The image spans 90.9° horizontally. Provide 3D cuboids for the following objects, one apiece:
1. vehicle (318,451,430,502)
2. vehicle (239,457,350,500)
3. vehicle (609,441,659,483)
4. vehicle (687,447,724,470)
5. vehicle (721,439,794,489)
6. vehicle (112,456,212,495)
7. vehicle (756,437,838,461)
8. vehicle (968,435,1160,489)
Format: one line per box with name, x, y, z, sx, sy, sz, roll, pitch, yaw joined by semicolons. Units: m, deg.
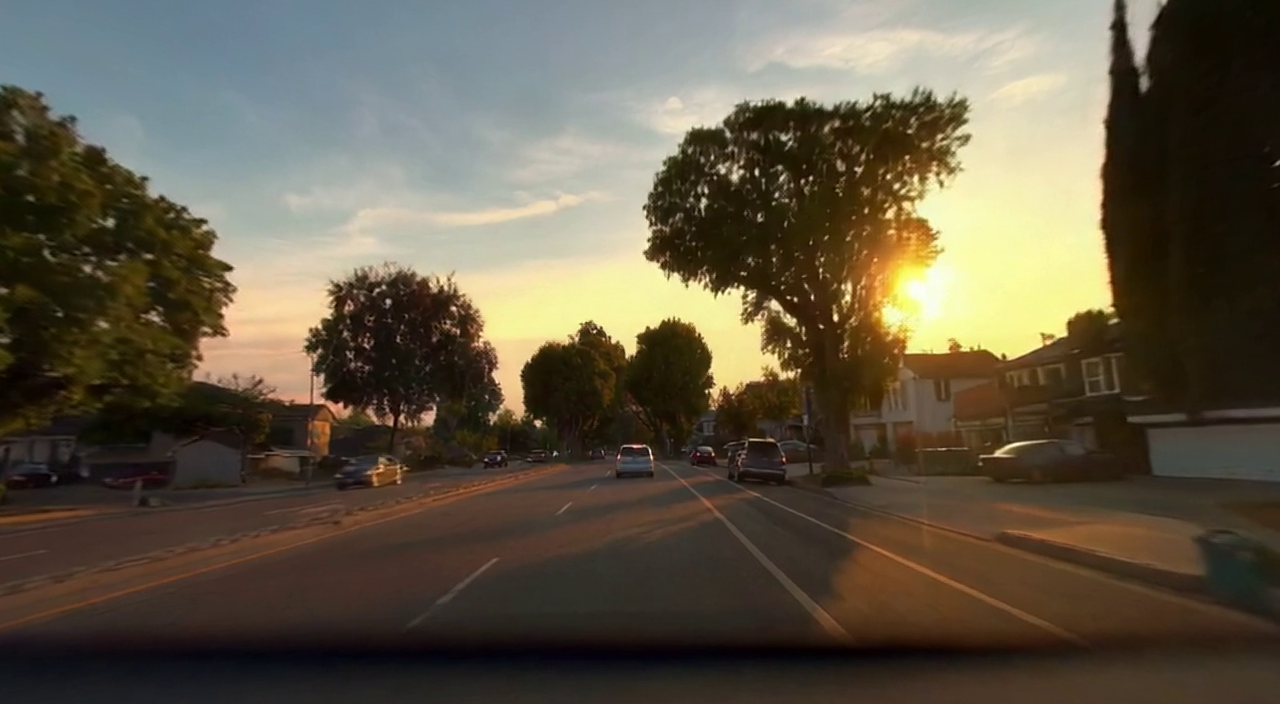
vehicle;-8.913;4.162;21.585;2.063;1.493;4.447;0;-8;-3
vehicle;-14.479;5.310;26.779;2.138;1.484;4.604;-2;-8;0
vehicle;-0.248;4.795;27.855;2.024;1.655;4.301;0;-8;0
vehicle;4.613;7.507;44.780;2.020;1.518;4.255;0;-8;-2
vehicle;4.309;4.142;23.683;1.992;1.695;4.101;0;-8;1
vehicle;-25.342;6.532;33.619;1.786;1.444;4.545;-4;-6;2
vehicle;11.842;7.371;47.773;5.538;1.703;2.286;-1;-9;-1
vehicle;12.369;3.214;18.611;4.297;1.478;1.866;0;-8;0
